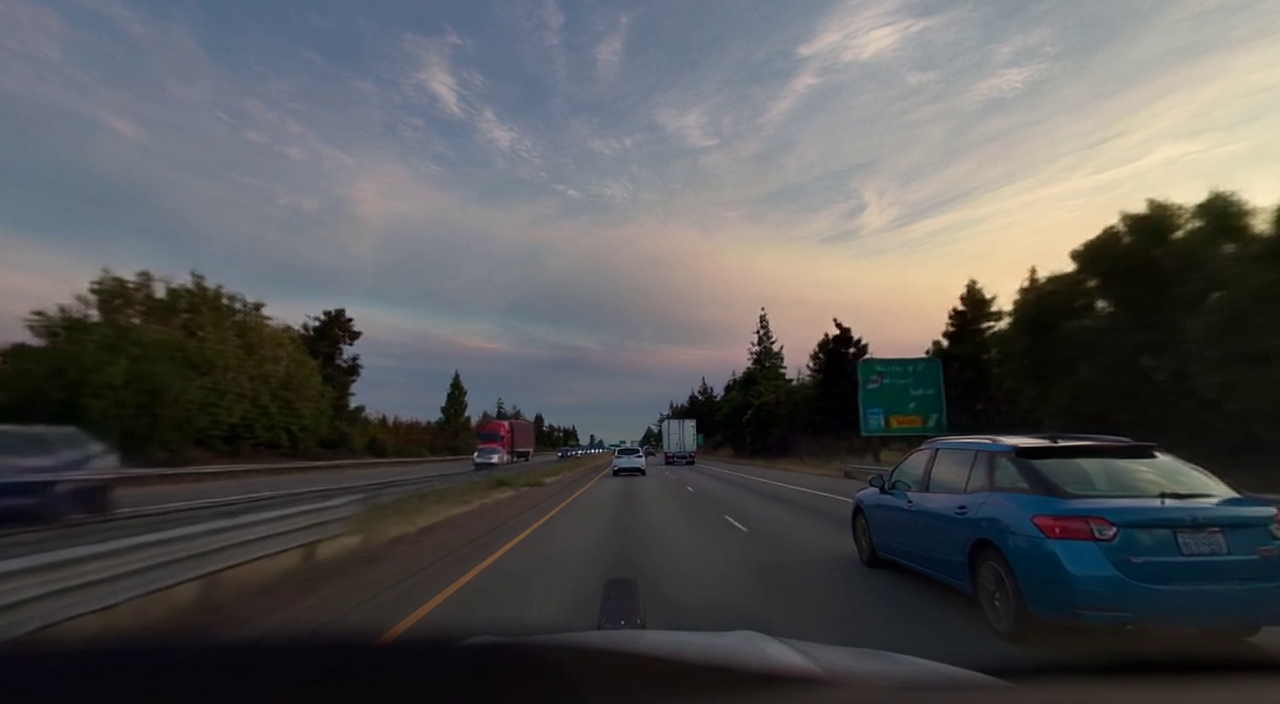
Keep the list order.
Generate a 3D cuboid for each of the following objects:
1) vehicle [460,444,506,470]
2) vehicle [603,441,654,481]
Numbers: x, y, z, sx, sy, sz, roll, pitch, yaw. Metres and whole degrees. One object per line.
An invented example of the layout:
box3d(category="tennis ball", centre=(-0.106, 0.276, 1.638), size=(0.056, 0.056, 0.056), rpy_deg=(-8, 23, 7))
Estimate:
box3d(category="vehicle", centre=(-10.298, 6.920, 41.563), size=(1.890, 1.575, 4.211), rpy_deg=(-1, -9, 1))
box3d(category="vehicle", centre=(-0.530, 5.045, 29.379), size=(2.190, 1.706, 4.062), rpy_deg=(0, -9, -1))
